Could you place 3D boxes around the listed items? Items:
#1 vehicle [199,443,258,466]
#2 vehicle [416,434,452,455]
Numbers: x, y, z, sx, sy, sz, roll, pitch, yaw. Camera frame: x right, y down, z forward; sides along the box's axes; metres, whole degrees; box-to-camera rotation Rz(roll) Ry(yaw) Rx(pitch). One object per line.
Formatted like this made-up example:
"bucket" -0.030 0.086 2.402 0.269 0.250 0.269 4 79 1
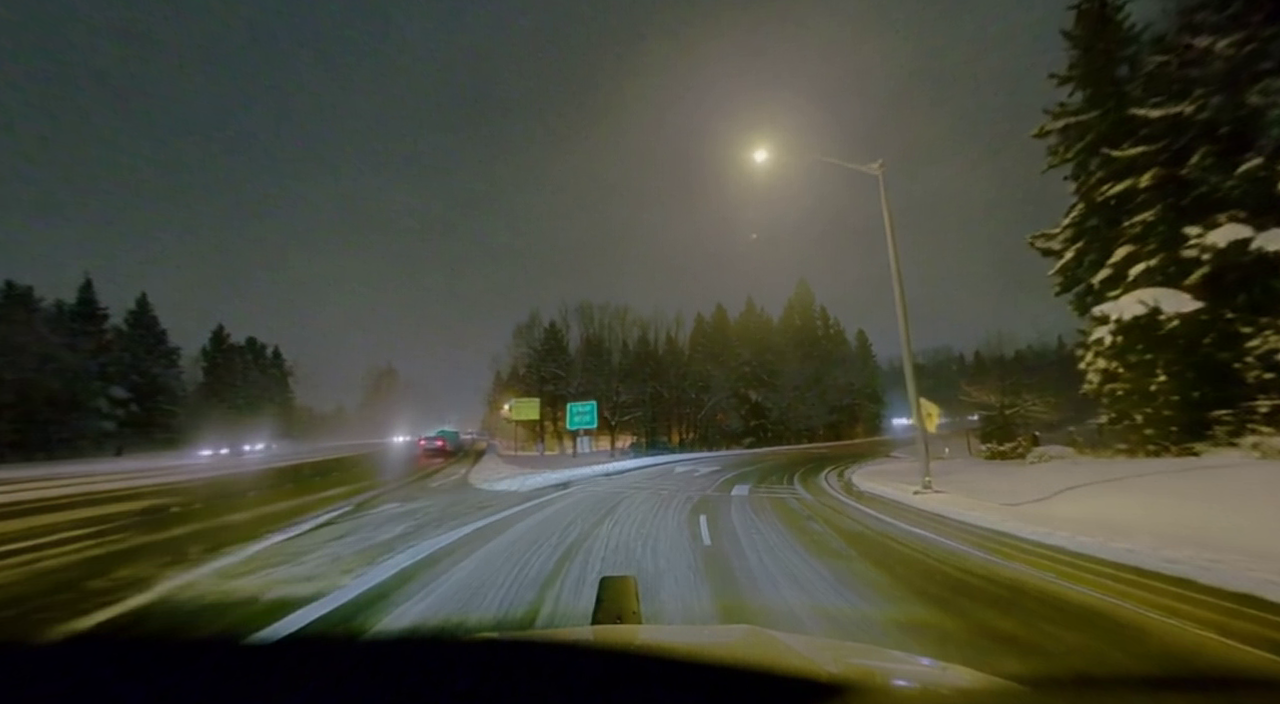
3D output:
"vehicle" -27.695 6.890 42.639 1.847 1.440 4.250 2 -9 -12
"vehicle" -15.147 6.866 46.651 2.108 1.472 4.099 2 -9 -13
